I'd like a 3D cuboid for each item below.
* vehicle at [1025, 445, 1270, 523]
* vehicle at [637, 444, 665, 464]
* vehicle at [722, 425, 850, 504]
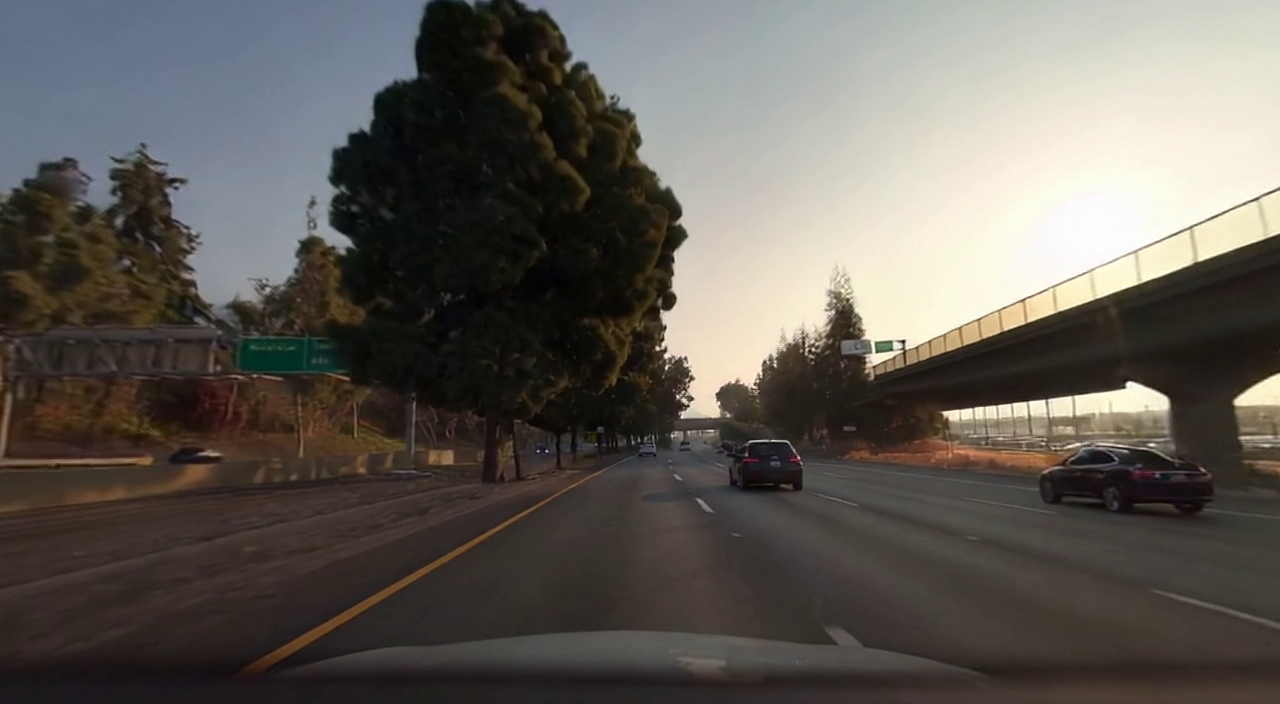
[{"bbox_3d":[10.967,2.831,14.184,1.827,1.448,4.370,0,-9,-1],"label":"vehicle"},{"bbox_3d":[0.843,7.806,48.516,2.046,1.475,3.784,-1,-9,2],"label":"vehicle"},{"bbox_3d":[3.630,2.915,16.801,2.226,1.779,4.835,0,-9,0],"label":"vehicle"}]
